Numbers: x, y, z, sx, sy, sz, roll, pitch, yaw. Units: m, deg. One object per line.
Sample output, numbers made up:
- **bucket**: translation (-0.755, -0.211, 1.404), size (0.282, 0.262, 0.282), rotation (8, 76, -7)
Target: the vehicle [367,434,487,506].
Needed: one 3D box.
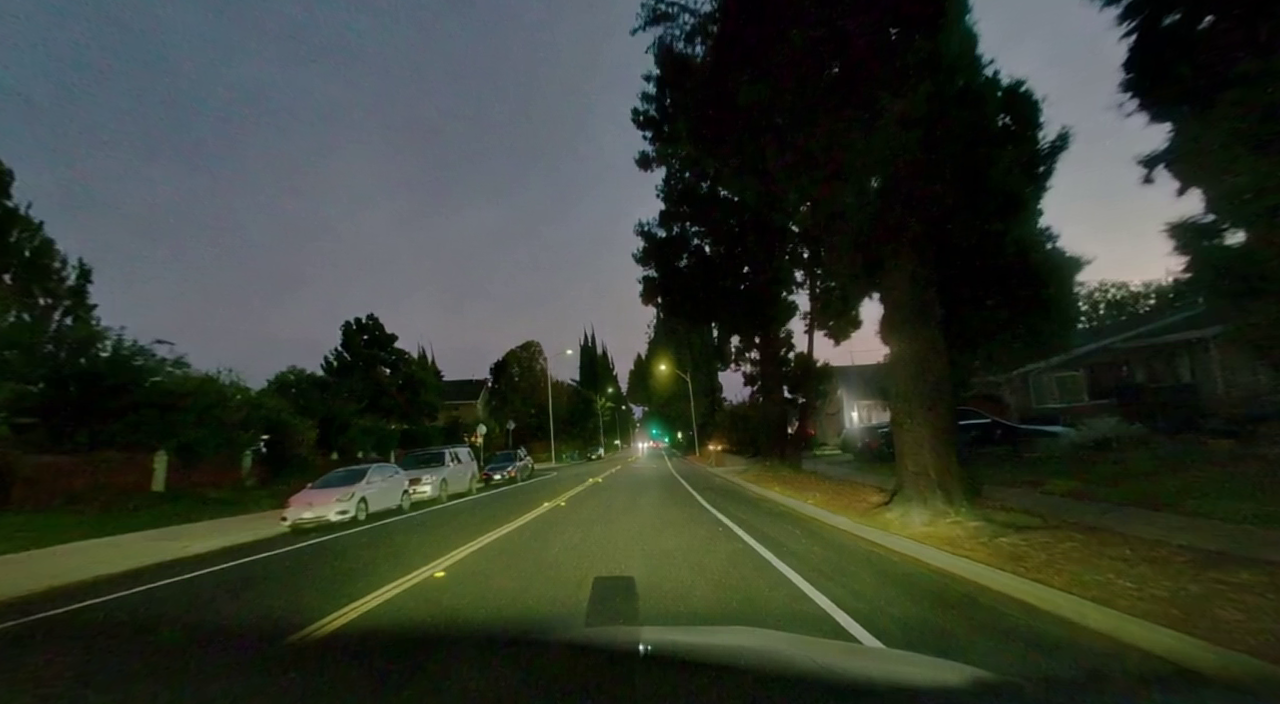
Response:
- **vehicle**: translation (-6.781, 3.851, 20.833), size (2.012, 1.902, 5.437), rotation (-4, -10, 1)

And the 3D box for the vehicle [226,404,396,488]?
- **vehicle**: translation (-13.985, 4.065, 27.130), size (6.042, 3.086, 2.589), rotation (-5, -9, 9)

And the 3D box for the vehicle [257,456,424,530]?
- **vehicle**: translation (-7.051, 3.322, 15.458), size (1.960, 1.486, 4.217), rotation (-1, -9, 1)

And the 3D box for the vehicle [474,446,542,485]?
- **vehicle**: translation (-6.461, 5.629, 31.680), size (1.984, 1.732, 5.628), rotation (-1, -9, 2)
